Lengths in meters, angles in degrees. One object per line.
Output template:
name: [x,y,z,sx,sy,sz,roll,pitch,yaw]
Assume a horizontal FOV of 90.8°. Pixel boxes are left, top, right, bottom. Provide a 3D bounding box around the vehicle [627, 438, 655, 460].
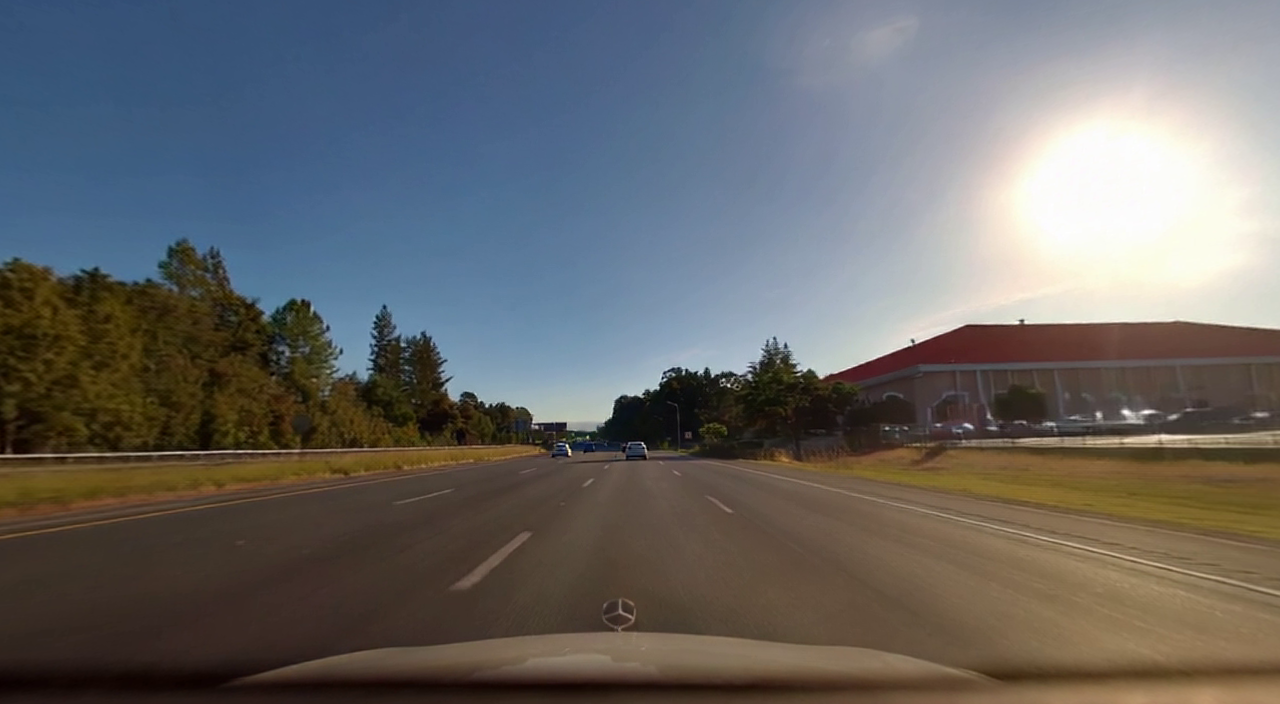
vehicle: [0.038,7.502,48.892,2.073,1.635,4.195,0,-9,0]
